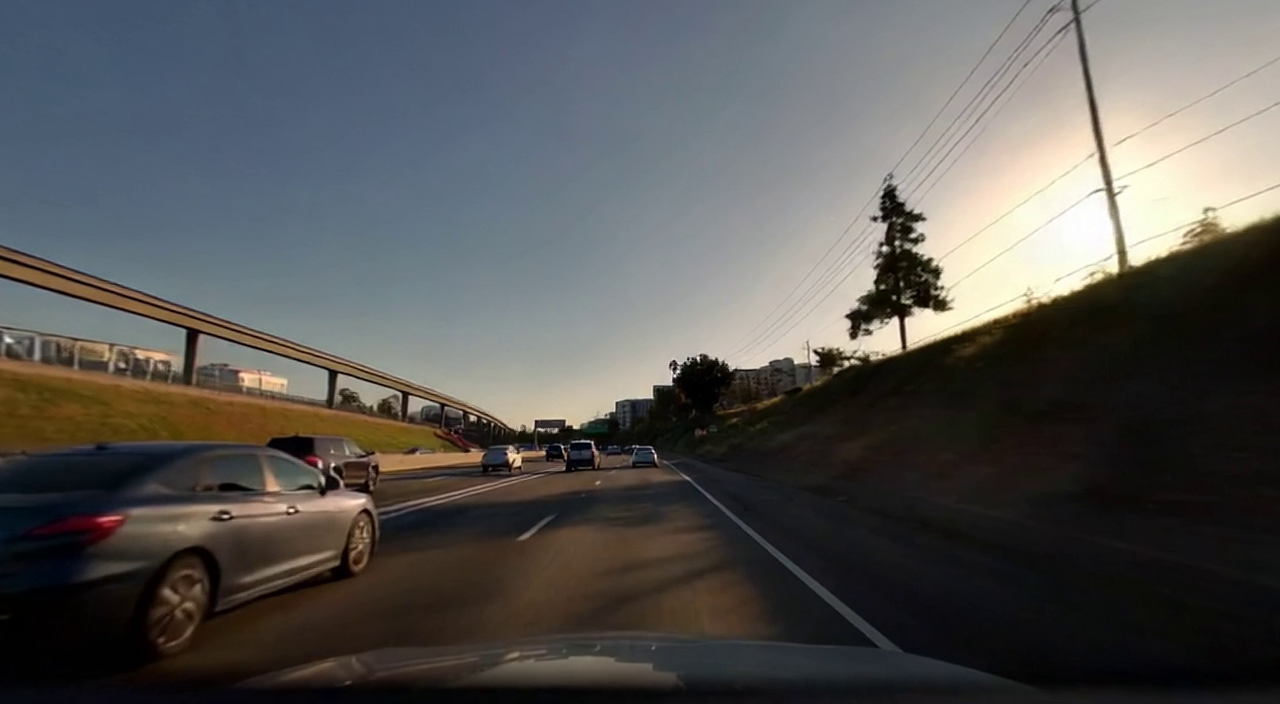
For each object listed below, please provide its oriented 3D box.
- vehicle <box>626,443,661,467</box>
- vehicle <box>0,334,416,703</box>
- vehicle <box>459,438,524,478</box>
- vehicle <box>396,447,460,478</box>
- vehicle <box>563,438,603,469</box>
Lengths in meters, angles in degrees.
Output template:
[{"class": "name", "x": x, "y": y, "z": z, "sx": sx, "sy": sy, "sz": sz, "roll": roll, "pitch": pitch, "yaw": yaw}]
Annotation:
[{"class": "vehicle", "x": 0.165, "y": 6.549, "z": 40.377, "sx": 2.074, "sy": 1.465, "sz": 3.977, "roll": 0, "pitch": -8, "yaw": -2}, {"class": "vehicle", "x": -3.359, "y": 1.086, "z": 4.217, "sx": 2.052, "sy": 1.731, "sz": 4.372, "roll": 0, "pitch": -8, "yaw": 1}, {"class": "vehicle", "x": -7.250, "y": 5.197, "z": 31.249, "sx": 2.084, "sy": 1.815, "sz": 4.406, "roll": 0, "pitch": -8, "yaw": 0}, {"class": "vehicle", "x": -11.114, "y": 5.791, "z": 33.373, "sx": 1.894, "sy": 1.482, "sz": 4.372, "roll": 0, "pitch": -8, "yaw": 0}, {"class": "vehicle", "x": -3.447, "y": 6.263, "z": 39.117, "sx": 2.093, "sy": 1.831, "sz": 4.712, "roll": 0, "pitch": -8, "yaw": -1}]
